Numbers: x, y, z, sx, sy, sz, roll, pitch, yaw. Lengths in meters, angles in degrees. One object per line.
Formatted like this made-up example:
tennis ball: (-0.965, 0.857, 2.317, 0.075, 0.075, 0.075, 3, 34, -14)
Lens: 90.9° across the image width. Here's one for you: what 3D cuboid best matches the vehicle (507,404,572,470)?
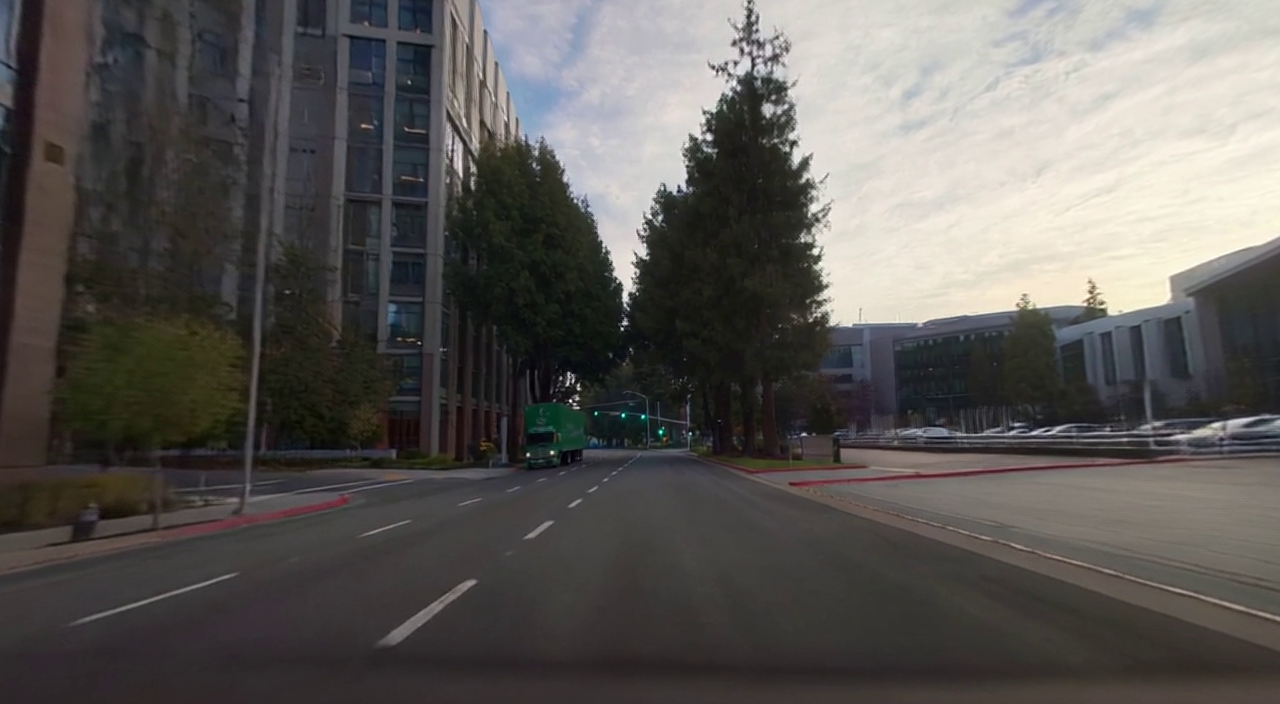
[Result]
vehicle: (-6.669, 5.877, 43.114, 3.053, 4.058, 8.110, 0, -9, 0)
